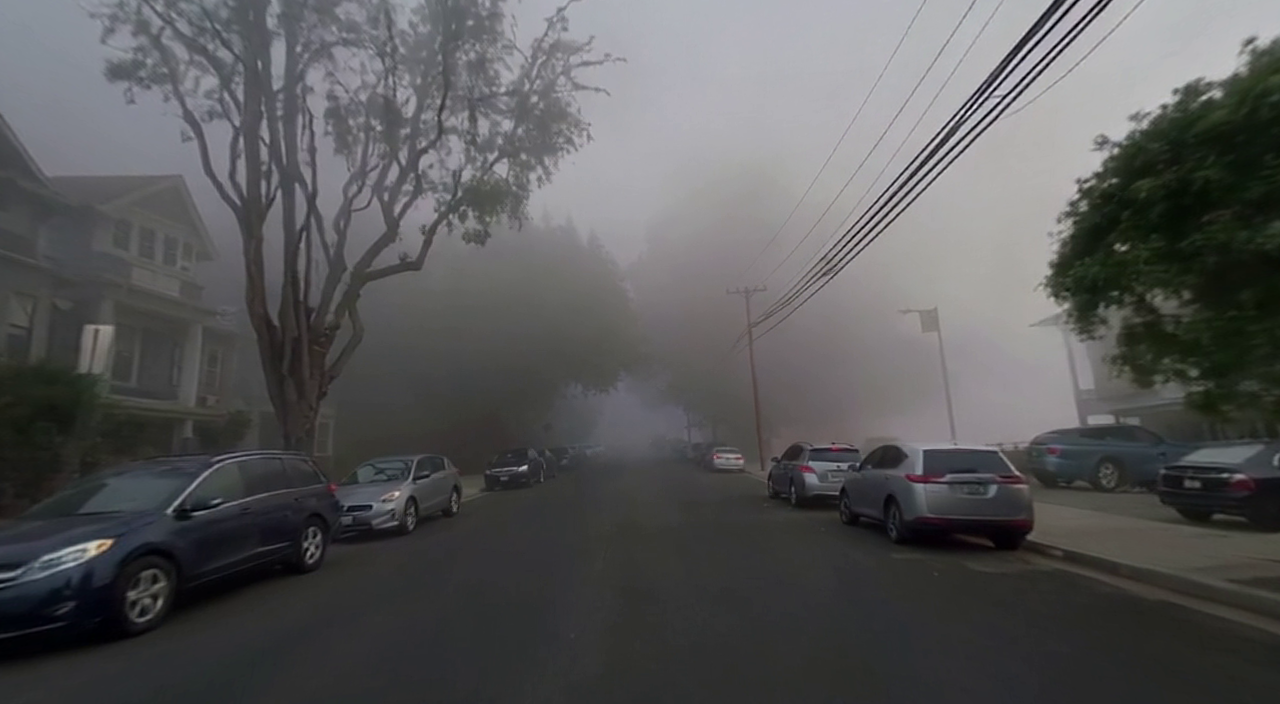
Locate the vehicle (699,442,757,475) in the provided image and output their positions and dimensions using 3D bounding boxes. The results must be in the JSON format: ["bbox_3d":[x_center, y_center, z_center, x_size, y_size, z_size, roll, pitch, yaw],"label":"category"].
[{"bbox_3d":[4.339,5.325,31.948,2.174,1.504,4.809,0,-8,0],"label":"vehicle"}]

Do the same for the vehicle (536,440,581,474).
[{"bbox_3d":[-5.218,6.806,41.328,2.184,1.958,5.757,-2,-8,0],"label":"vehicle"}]

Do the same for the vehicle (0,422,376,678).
[{"bbox_3d":[-5.137,1.752,6.955,2.360,1.772,4.907,0,-8,0],"label":"vehicle"}]

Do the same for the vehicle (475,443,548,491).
[{"bbox_3d":[-5.041,4.550,25.404,2.032,1.716,4.382,0,-8,0],"label":"vehicle"}]

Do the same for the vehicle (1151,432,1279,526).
[{"bbox_3d":[12.819,2.376,12.153,4.285,1.641,1.832,0,-8,1],"label":"vehicle"}]

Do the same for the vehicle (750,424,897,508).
[{"bbox_3d":[4.144,2.906,15.255,2.057,1.511,4.858,-5,-14,0],"label":"vehicle"}]

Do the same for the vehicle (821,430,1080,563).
[{"bbox_3d":[4.398,2.076,9.867,1.864,1.592,4.221,0,-8,0],"label":"vehicle"}]
